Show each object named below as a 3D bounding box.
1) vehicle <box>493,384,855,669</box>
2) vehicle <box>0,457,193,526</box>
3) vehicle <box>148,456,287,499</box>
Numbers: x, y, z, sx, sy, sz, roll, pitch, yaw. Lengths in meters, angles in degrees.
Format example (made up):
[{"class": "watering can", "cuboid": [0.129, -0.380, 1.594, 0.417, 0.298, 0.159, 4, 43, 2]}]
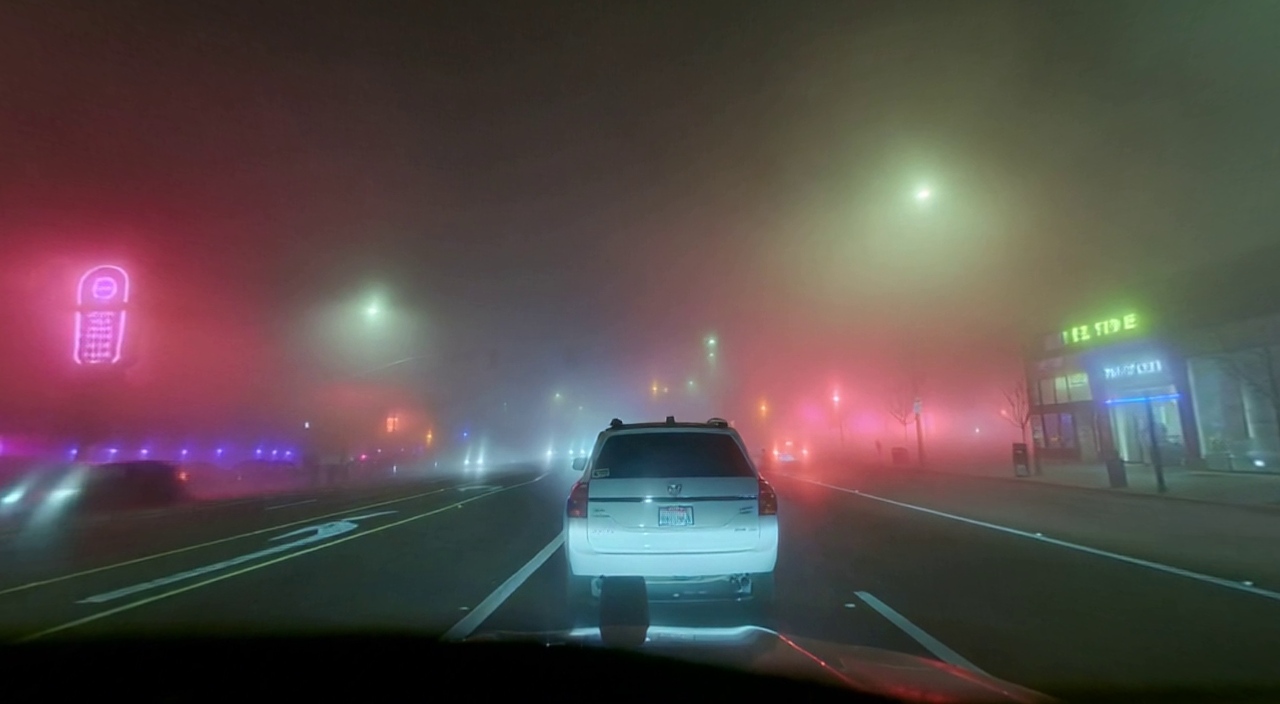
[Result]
[{"class": "vehicle", "cuboid": [0.201, 1.310, 5.732, 2.125, 1.669, 3.880, 0, -8, 0]}, {"class": "vehicle", "cuboid": [-14.181, 3.562, 16.544, 1.991, 1.486, 3.844, 0, -8, 1]}, {"class": "vehicle", "cuboid": [-18.588, 5.485, 27.980, 1.981, 1.659, 4.608, -5, -10, 29]}]
